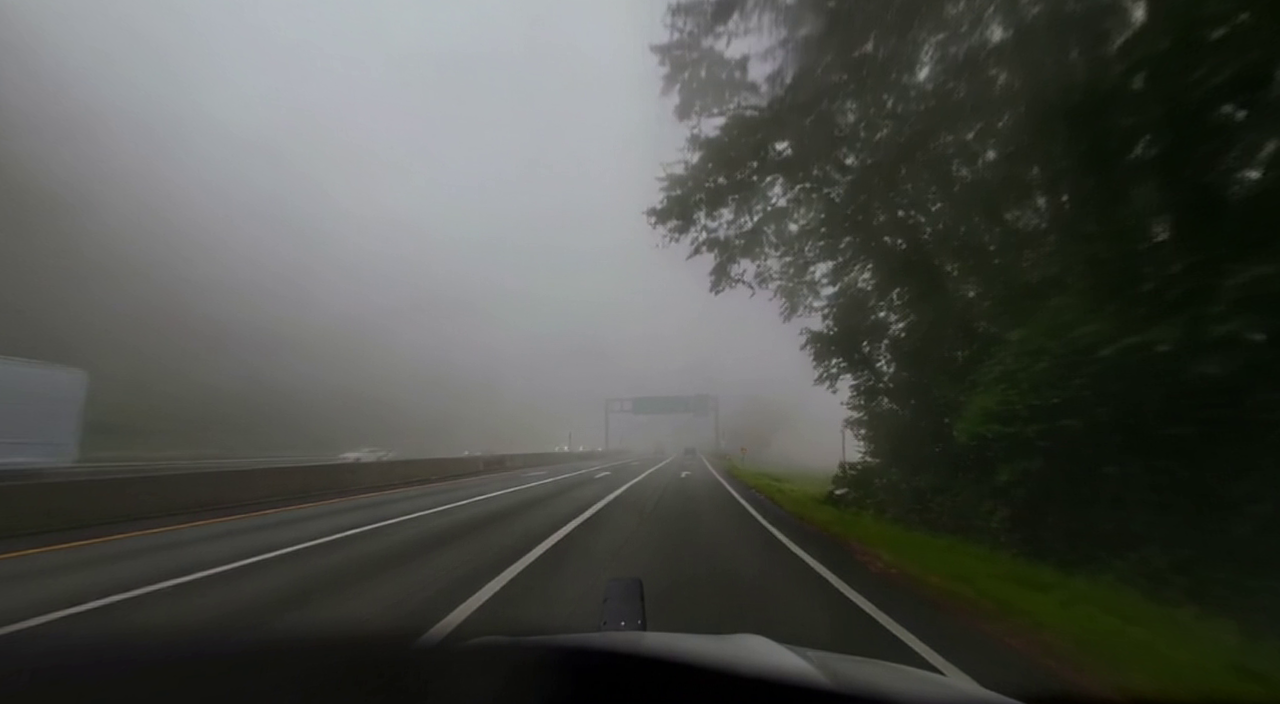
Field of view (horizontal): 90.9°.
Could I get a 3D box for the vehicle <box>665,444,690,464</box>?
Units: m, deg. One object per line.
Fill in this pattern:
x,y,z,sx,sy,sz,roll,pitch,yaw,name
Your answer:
2.846,7.613,47.065,1.807,1.427,3.645,-1,-9,4,vehicle

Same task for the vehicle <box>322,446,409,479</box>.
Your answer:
-12.911,5.220,29.972,1.908,1.447,4.337,-1,-9,5,vehicle
